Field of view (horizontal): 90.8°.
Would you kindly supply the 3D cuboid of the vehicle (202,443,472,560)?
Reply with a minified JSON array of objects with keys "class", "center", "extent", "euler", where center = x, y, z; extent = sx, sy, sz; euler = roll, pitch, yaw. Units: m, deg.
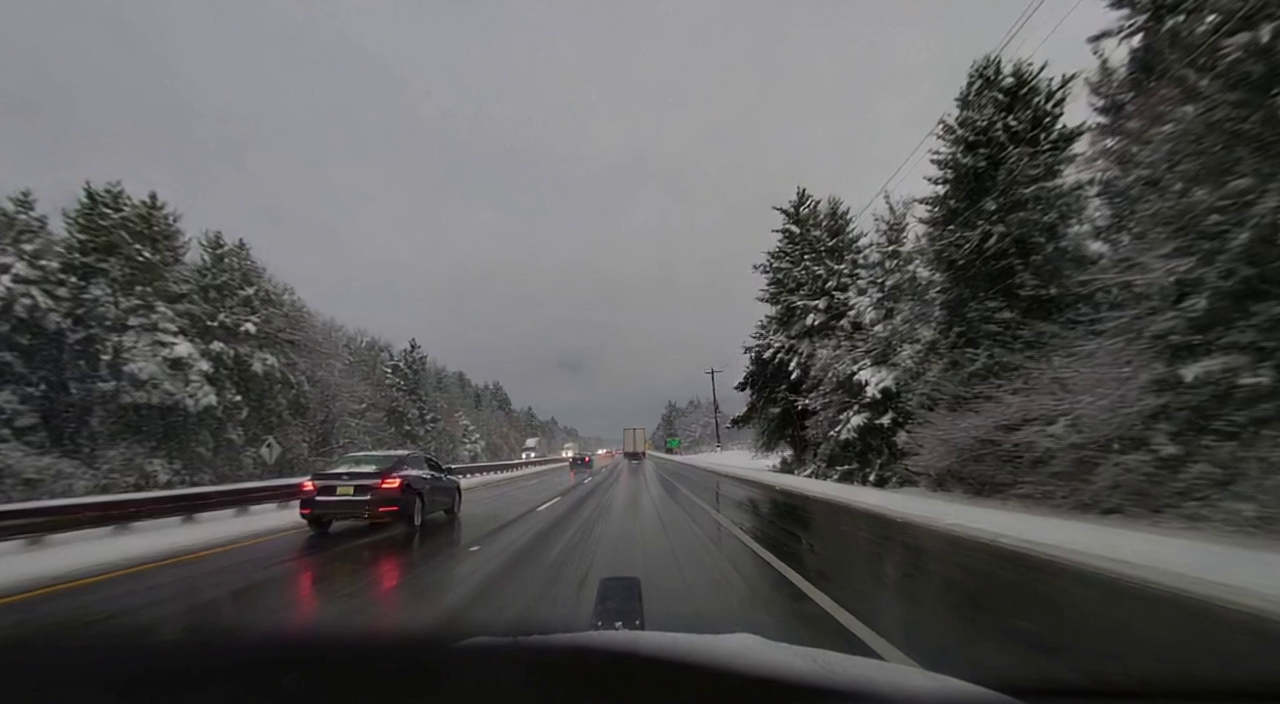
[{"class":"vehicle","center":[-4.386,2.219,10.139],"extent":[2.106,1.445,4.404],"euler":[0,-9,1]}]

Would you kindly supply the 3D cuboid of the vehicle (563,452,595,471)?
[{"class":"vehicle","center":[-4.503,8.128,47.040],"extent":[2.032,1.381,3.909],"euler":[0,-9,0]}]
